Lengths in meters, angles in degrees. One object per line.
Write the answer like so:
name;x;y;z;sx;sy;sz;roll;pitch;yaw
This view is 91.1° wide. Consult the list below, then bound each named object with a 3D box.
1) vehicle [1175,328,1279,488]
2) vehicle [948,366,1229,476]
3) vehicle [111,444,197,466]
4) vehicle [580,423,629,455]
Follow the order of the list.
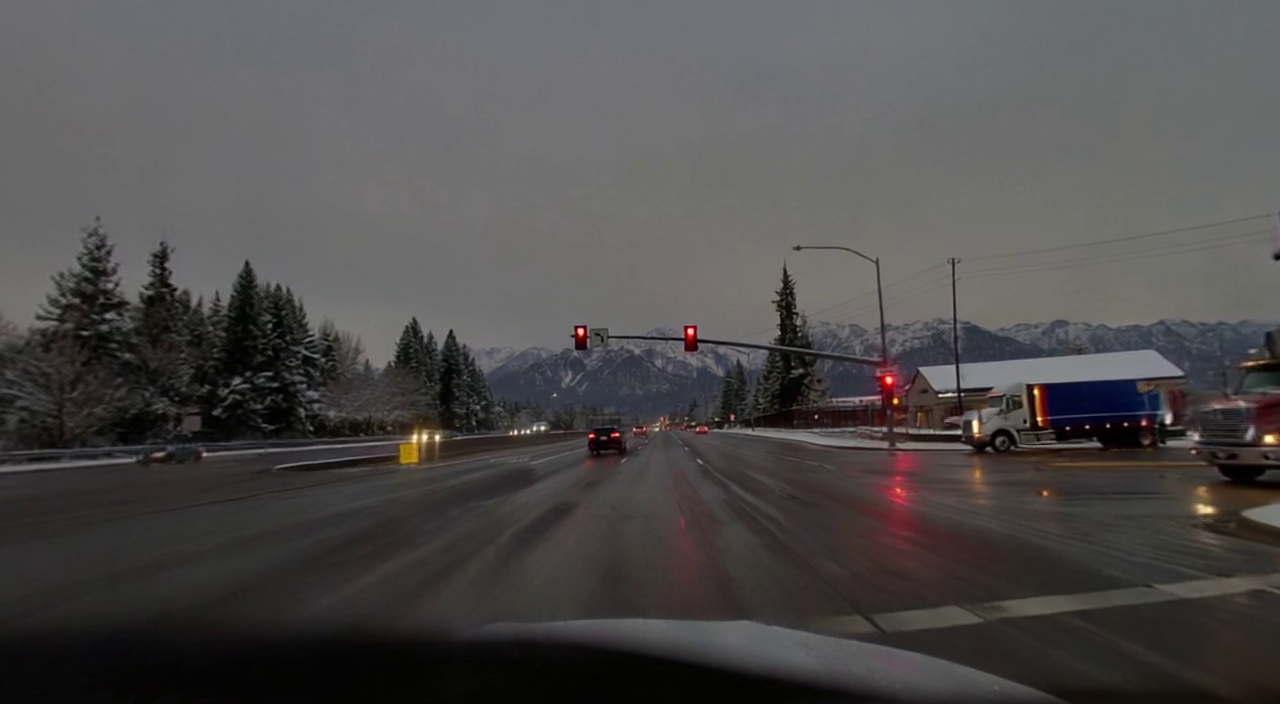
vehicle;18.379;1.521;16.467;5.512;3.865;3.002;-1;-9;3
vehicle;15.088;2.491;21.993;7.088;3.414;3.237;-2;-9;16
vehicle;-35.428;7.513;45.933;1.827;1.543;4.741;-2;-9;14
vehicle;-1.958;4.988;35.956;2.287;1.712;4.537;0;-8;3
